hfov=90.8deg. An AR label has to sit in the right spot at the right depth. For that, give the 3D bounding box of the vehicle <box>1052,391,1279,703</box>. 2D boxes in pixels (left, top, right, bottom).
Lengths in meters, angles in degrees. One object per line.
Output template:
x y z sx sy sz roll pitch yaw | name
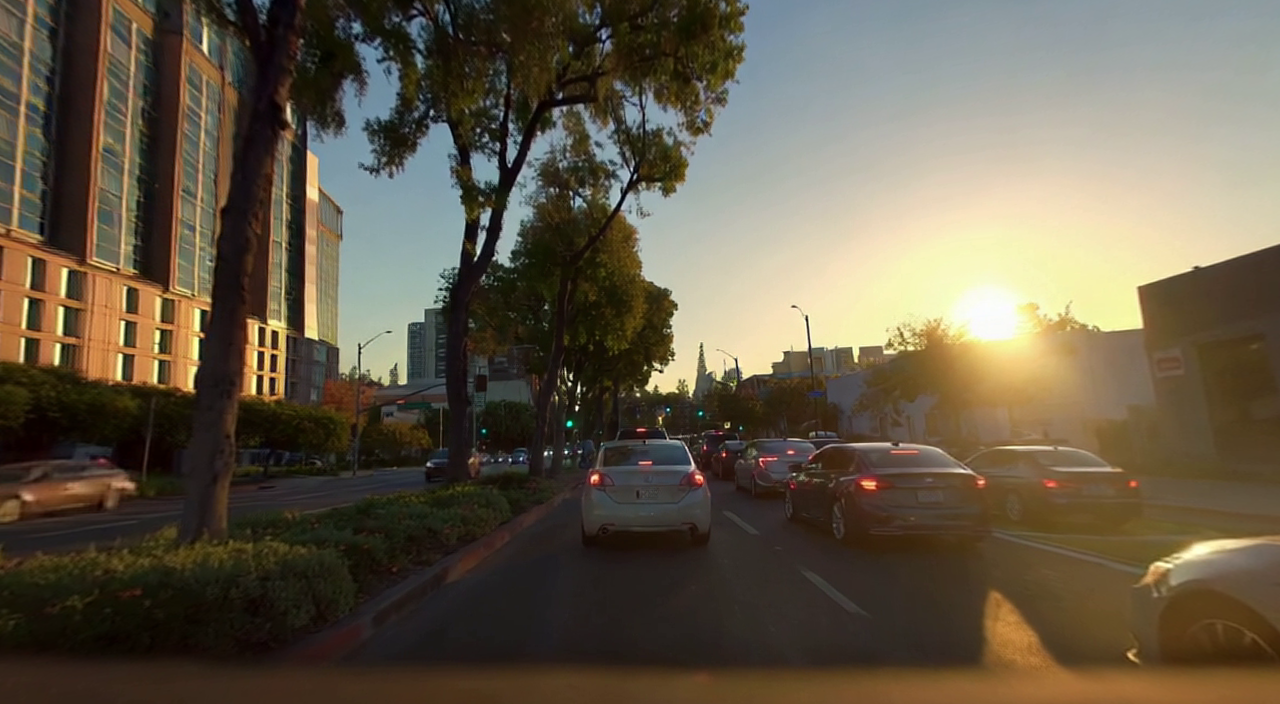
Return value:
3.218 0.709 1.014 1.982 1.491 4.664 0 -8 0 | vehicle

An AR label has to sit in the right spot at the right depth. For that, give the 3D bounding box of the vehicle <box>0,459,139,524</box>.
-16.115 3.634 16.815 1.848 1.447 4.501 0 -8 0 | vehicle

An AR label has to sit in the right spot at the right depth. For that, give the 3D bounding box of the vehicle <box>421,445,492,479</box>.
-9.100 5.454 31.729 2.000 1.519 4.964 0 -8 1 | vehicle

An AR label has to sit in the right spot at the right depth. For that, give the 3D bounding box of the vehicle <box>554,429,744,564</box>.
0.061 1.906 9.126 2.105 1.474 4.127 0 -8 -1 | vehicle

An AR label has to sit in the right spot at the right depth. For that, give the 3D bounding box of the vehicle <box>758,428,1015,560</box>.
3.258 1.961 9.548 1.995 1.483 4.533 0 -8 -1 | vehicle
